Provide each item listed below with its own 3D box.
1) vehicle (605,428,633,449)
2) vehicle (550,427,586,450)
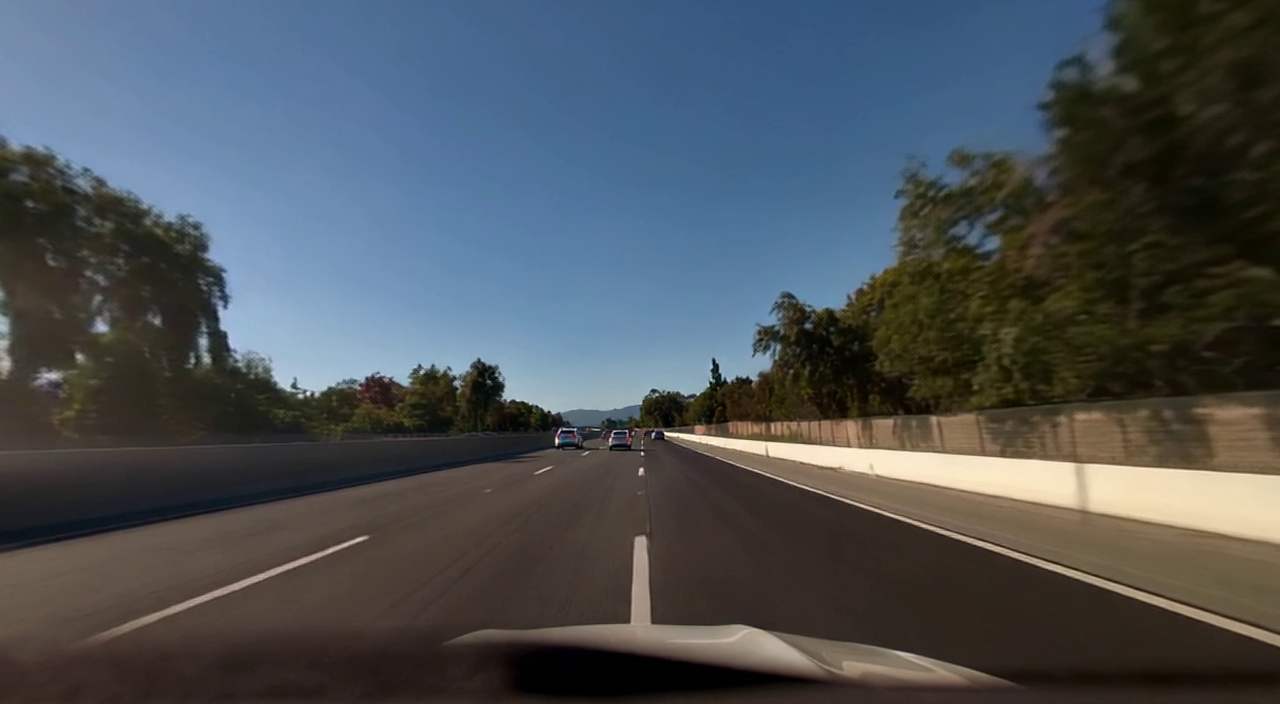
[{"bbox_3d":[-1.597,6.830,49.607,2.064,1.571,4.225,0,-8,0],"label":"vehicle"},{"bbox_3d":[-5.310,6.420,46.812,2.113,1.632,4.409,0,-8,1],"label":"vehicle"}]
